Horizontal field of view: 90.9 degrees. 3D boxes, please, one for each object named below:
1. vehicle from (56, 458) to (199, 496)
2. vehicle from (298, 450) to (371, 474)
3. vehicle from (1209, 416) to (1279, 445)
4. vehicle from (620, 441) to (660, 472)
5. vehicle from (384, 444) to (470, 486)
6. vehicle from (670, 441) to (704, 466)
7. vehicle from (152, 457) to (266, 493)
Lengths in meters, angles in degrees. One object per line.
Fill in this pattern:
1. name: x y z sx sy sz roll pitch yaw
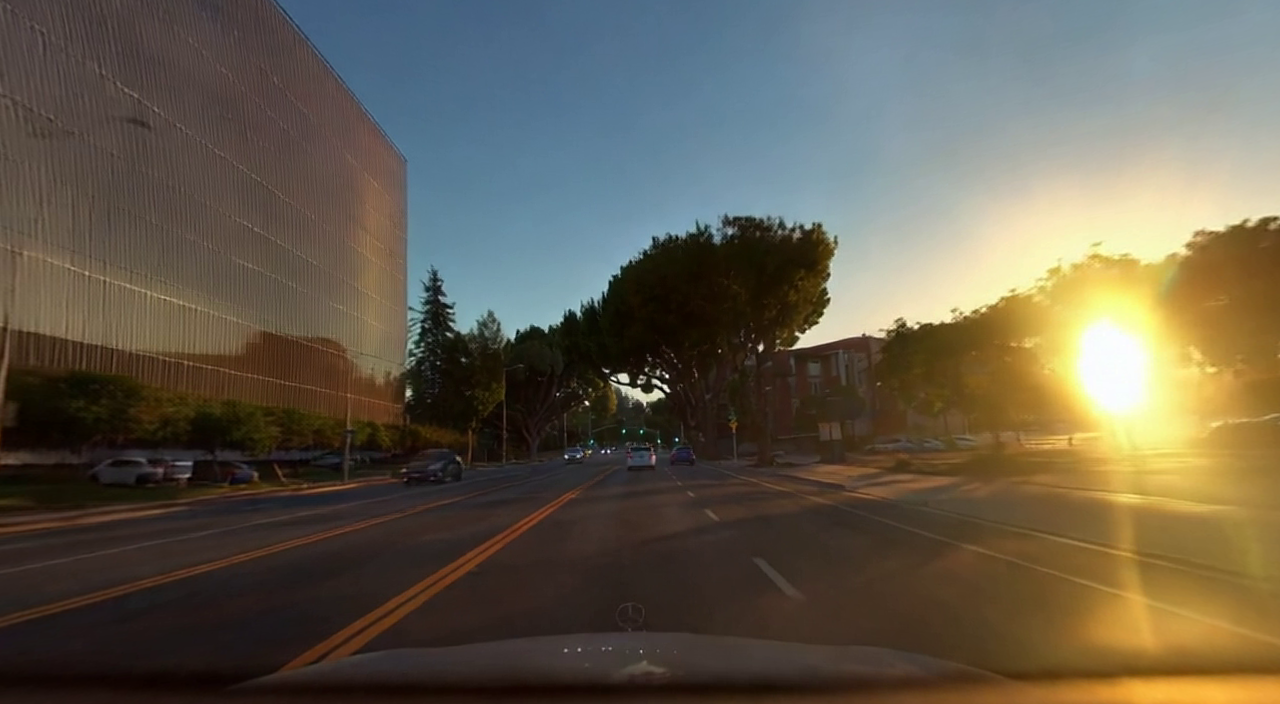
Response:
1. vehicle: -21.944 5.352 27.169 4.243 1.478 2.035 1 -8 -6
2. vehicle: -22.351 8.062 46.236 4.330 1.656 2.001 -1 -8 3
3. vehicle: 36.921 4.696 37.634 3.877 1.652 1.989 0 -8 1
4. vehicle: 0.036 5.791 35.084 2.109 1.612 3.963 0 -8 1
5. vehicle: -9.706 5.165 29.270 2.064 1.722 5.226 0 -8 1
6. vehicle: 3.394 7.442 46.364 2.189 1.766 4.495 0 -8 0
7. vehicle: -21.756 6.190 31.952 4.351 1.432 2.037 -3 -8 1
